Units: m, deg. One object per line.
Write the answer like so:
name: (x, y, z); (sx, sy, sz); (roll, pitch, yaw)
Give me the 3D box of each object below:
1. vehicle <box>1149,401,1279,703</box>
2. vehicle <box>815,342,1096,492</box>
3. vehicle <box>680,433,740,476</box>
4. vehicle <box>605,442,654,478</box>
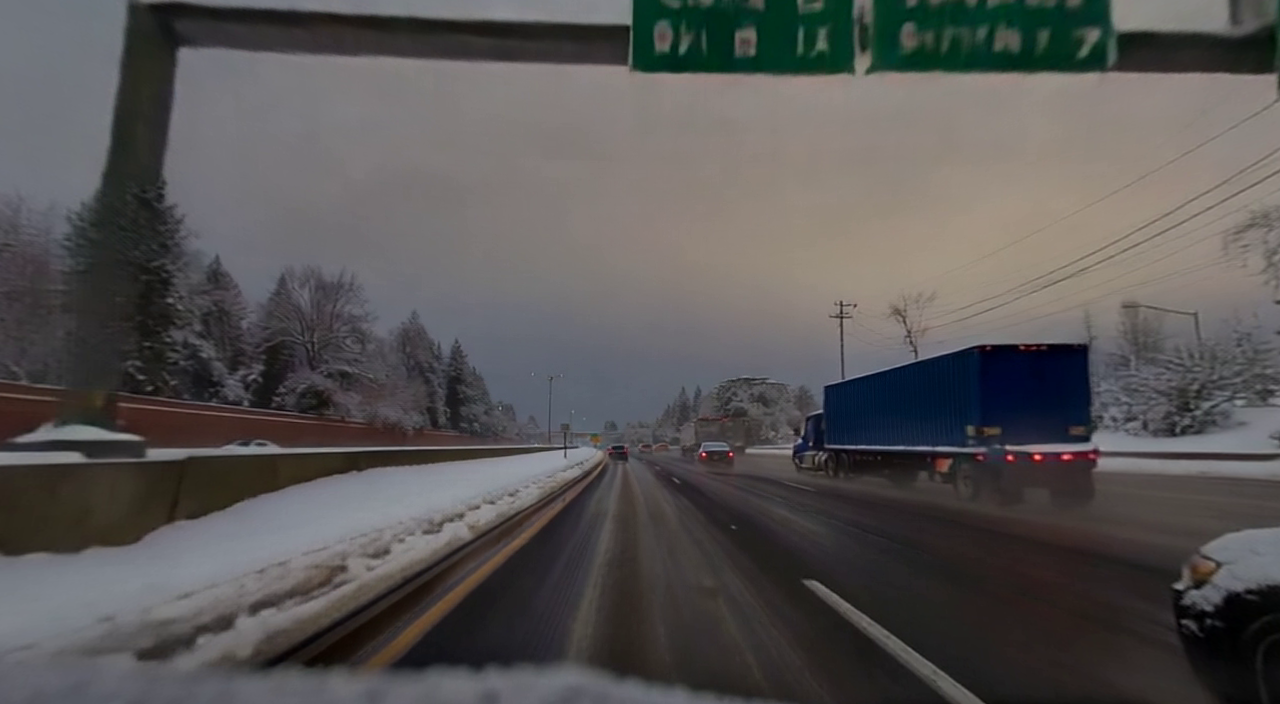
vehicle: (3.507, 0.701, 0.986); (1.922, 1.465, 4.165); (0, -9, 0)
vehicle: (10.856, 2.919, 25.264); (2.914, 4.134, 15.553); (0, -9, -1)
vehicle: (3.189, 4.821, 29.862); (2.114, 1.849, 4.692); (0, -9, -2)
vehicle: (-0.491, 4.882, 28.791); (2.083, 1.477, 3.965); (0, -9, -2)
